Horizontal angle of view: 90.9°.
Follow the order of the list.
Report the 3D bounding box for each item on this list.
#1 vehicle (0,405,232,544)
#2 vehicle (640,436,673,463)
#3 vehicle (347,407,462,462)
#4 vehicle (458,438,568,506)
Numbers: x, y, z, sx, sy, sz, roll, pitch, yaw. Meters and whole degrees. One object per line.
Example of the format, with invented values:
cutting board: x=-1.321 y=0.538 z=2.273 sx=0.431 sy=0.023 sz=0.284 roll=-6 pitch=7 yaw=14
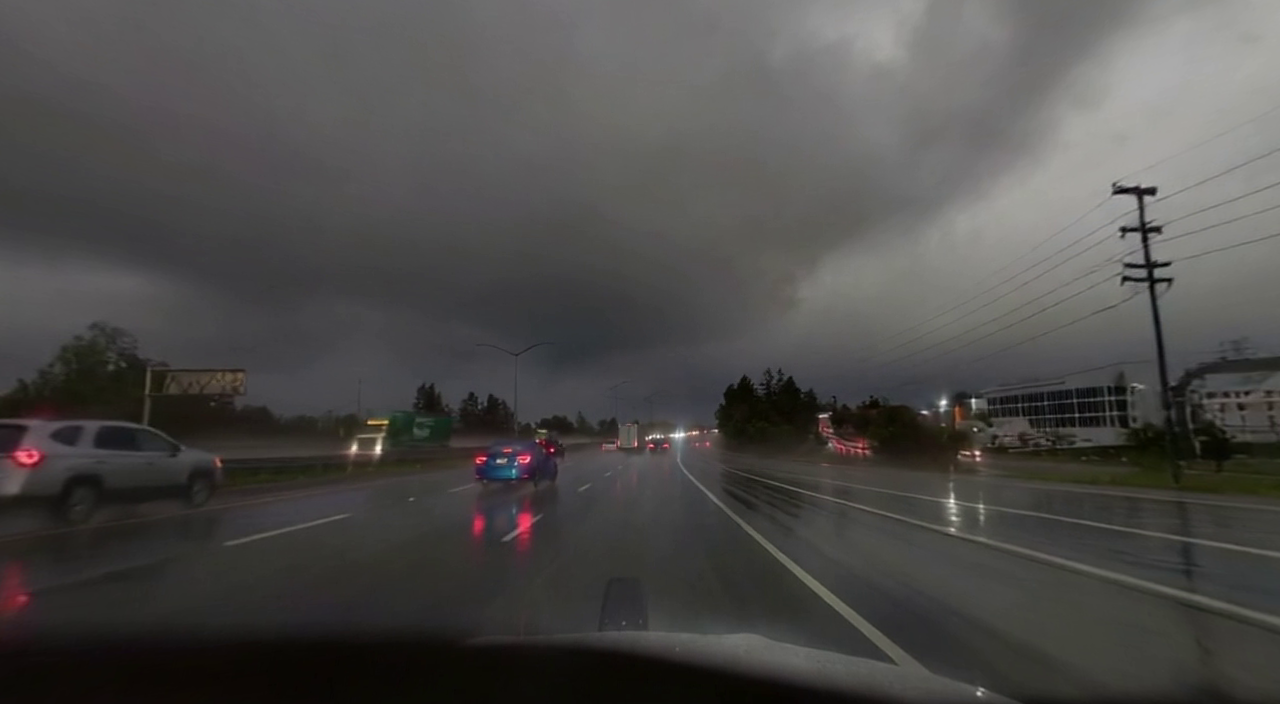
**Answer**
vehicle: x=-10.216 y=2.139 z=11.629 sx=2.053 sy=2.002 sz=4.800 roll=0 pitch=-8 yaw=1
vehicle: x=1.282 y=7.467 z=48.194 sx=2.373 sy=1.935 sz=4.448 roll=-1 pitch=-8 yaw=2
vehicle: x=-17.183 y=6.358 z=47.778 sx=2.988 sy=3.555 sz=13.842 roll=-1 pitch=-8 yaw=2
vehicle: x=-3.105 y=2.999 z=16.192 sx=1.953 sy=1.511 sz=3.704 roll=-1 pitch=-8 yaw=2
